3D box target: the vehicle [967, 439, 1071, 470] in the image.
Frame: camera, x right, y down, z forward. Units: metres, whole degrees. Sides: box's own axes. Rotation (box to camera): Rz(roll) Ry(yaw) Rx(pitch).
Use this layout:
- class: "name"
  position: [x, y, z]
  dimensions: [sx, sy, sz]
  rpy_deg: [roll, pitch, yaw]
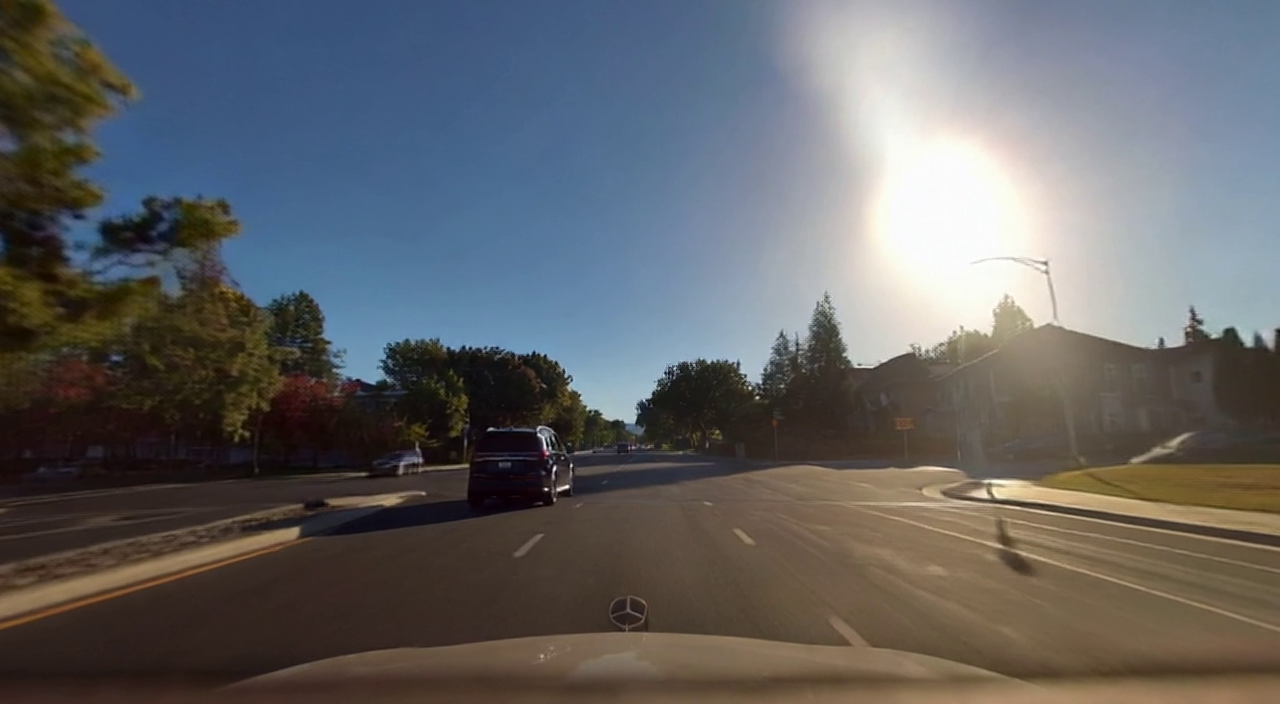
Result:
- class: "vehicle"
  position: [22.947, 6.222, 38.331]
  dimensions: [4.802, 1.760, 2.374]
  rpy_deg: [0, -9, 1]

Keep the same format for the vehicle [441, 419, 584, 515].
- class: "vehicle"
  position: [-2.704, 2.605, 14.733]
  dimensions: [2.179, 1.851, 4.756]
  rpy_deg: [0, -9, 2]

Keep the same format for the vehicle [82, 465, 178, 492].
- class: "vehicle"
  position: [-31.951, 7.902, 39.643]
  dimensions: [4.500, 1.475, 1.842]
  rpy_deg: [6, -10, -35]

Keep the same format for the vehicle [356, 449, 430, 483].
- class: "vehicle"
  position: [-11.923, 5.509, 30.737]
  dimensions: [1.837, 1.504, 4.204]
  rpy_deg: [0, -9, 1]
